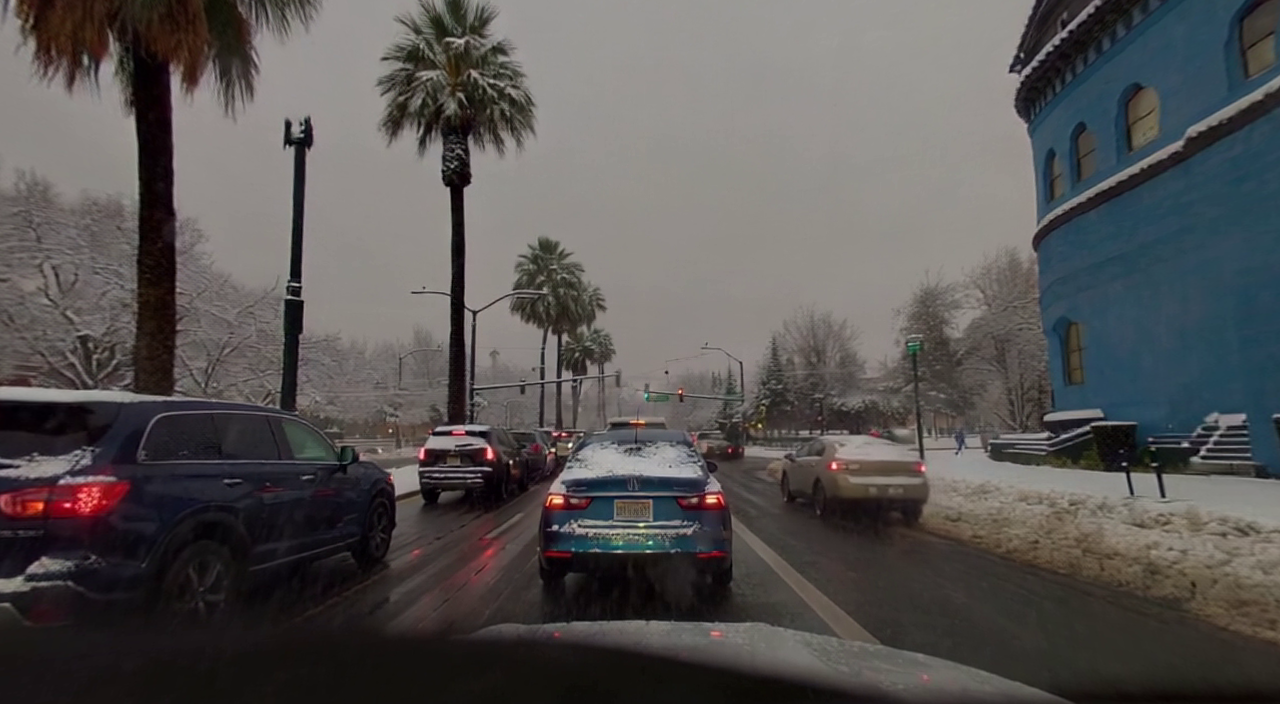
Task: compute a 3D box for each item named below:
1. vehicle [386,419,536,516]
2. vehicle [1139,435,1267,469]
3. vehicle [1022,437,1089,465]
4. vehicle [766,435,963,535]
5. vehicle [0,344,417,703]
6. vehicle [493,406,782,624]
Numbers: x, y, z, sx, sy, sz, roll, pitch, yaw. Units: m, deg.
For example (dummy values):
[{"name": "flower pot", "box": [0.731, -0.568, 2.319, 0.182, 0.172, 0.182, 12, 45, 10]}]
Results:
[{"name": "vehicle", "box": [-3.474, 2.320, 13.078, 1.840, 1.684, 4.041, 0, -8, 1]}, {"name": "vehicle", "box": [25.474, 4.533, 28.636, 3.914, 1.427, 1.779, -2, -8, 5]}, {"name": "vehicle", "box": [26.072, 6.245, 39.692, 1.882, 1.672, 3.957, -1, -9, 7]}, {"name": "vehicle", "box": [3.866, 2.360, 11.896, 1.982, 1.480, 4.572, 1, -8, -1]}, {"name": "vehicle", "box": [-3.536, 1.145, 5.042, 1.914, 1.741, 4.398, 0, -8, -1]}, {"name": "vehicle", "box": [-0.047, 1.519, 6.852, 2.114, 1.585, 4.285, 0, -8, -1]}]
